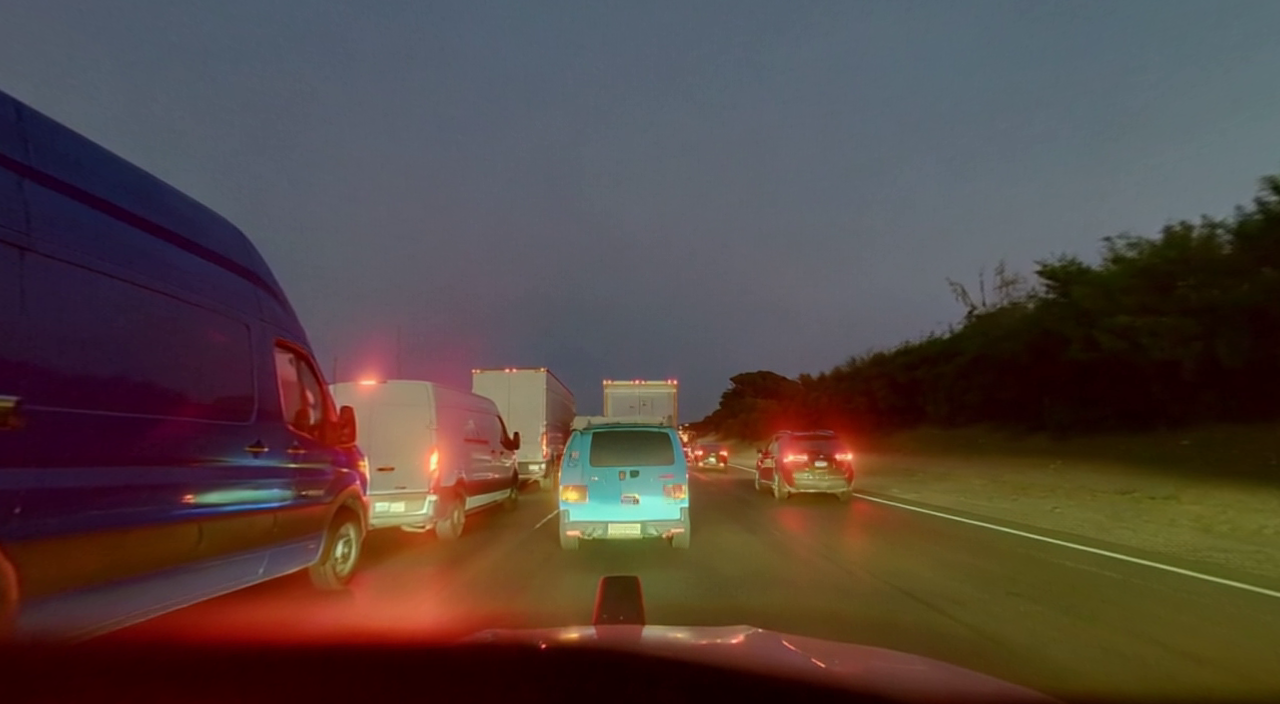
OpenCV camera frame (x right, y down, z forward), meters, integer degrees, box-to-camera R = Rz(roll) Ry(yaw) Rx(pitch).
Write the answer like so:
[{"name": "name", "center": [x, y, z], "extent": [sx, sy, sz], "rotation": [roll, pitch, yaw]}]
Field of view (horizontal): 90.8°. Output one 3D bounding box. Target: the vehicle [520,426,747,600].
[{"name": "vehicle", "center": [-0.100, 1.687, 7.331], "extent": [1.995, 1.495, 3.380], "rotation": [0, -9, -1]}]

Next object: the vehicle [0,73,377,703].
[{"name": "vehicle", "center": [-4.052, 0.341, 3.755], "extent": [2.254, 2.879, 6.656], "rotation": [0, -9, -2]}]

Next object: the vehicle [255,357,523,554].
[{"name": "vehicle", "center": [-4.024, 1.911, 12.017], "extent": [2.349, 2.643, 6.807], "rotation": [0, -9, -1]}]
